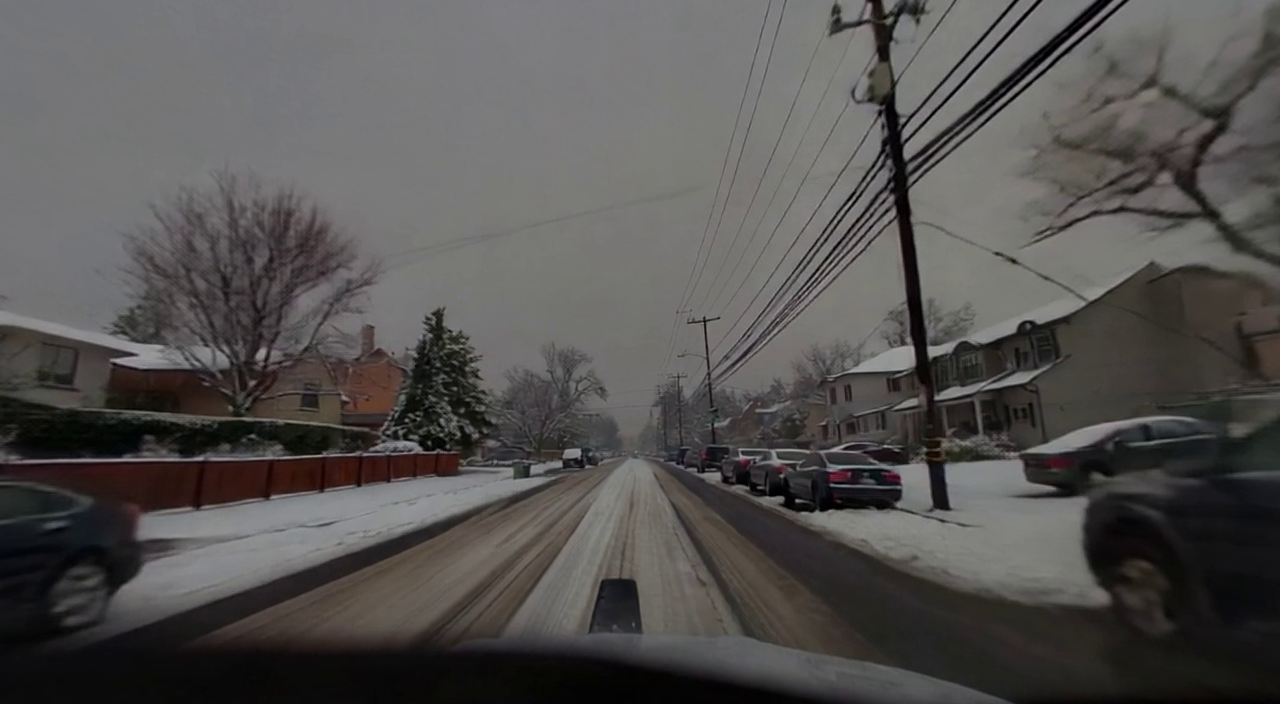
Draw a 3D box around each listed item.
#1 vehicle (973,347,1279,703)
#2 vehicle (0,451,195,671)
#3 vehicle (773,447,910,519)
[{"bbox_3d":[4.565,0.894,3.069,2.462,1.894,6.076,0,-9,-1],"label":"vehicle"},{"bbox_3d":[-5.374,1.421,4.107,1.856,1.499,4.216,0,-8,0],"label":"vehicle"},{"bbox_3d":[4.662,3.051,15.390,1.859,1.469,4.550,0,-9,0],"label":"vehicle"}]
